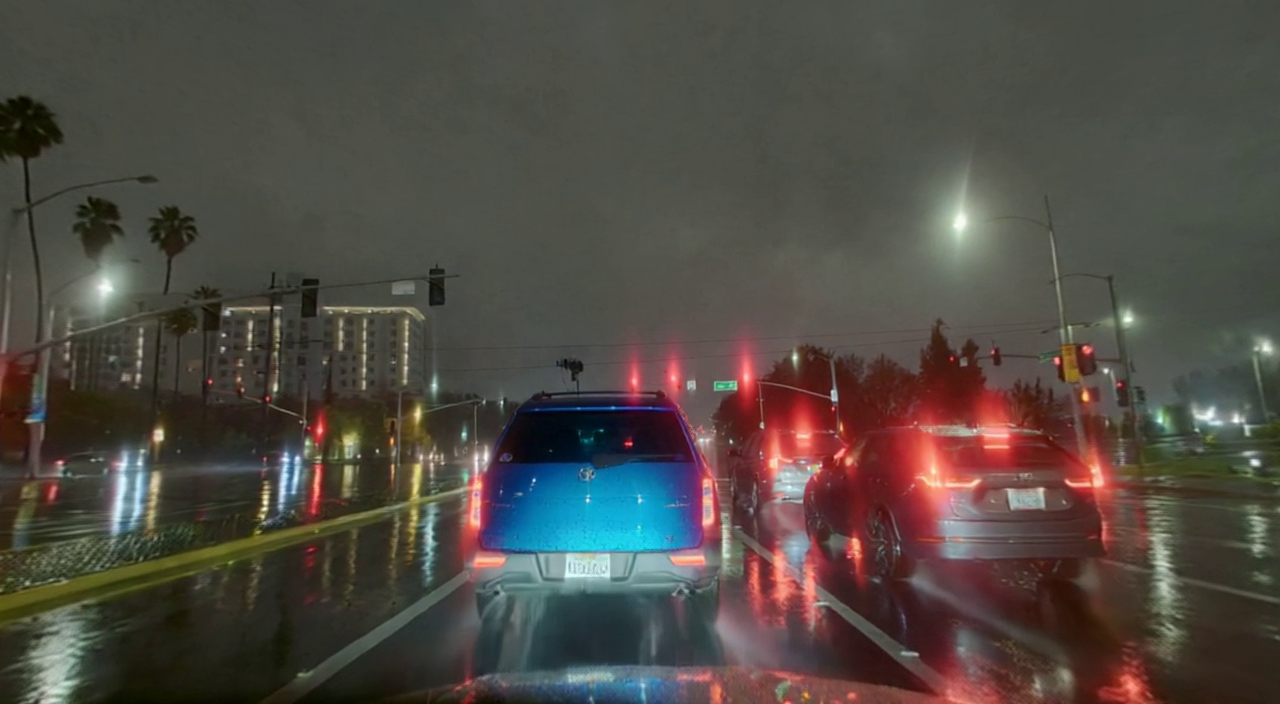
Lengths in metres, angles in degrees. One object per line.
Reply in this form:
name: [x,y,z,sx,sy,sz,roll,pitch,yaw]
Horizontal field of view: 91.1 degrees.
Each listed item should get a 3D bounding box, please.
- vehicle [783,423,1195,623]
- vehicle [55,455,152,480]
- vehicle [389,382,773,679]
vehicle: [3.113,1.609,6.972,1.971,1.473,4.495,0,-8,0]
vehicle: [-40.222,8.628,47.119,5.347,1.785,2.123,0,-8,2]
vehicle: [-0.336,1.317,5.688,2.172,1.694,4.055,0,-8,0]
